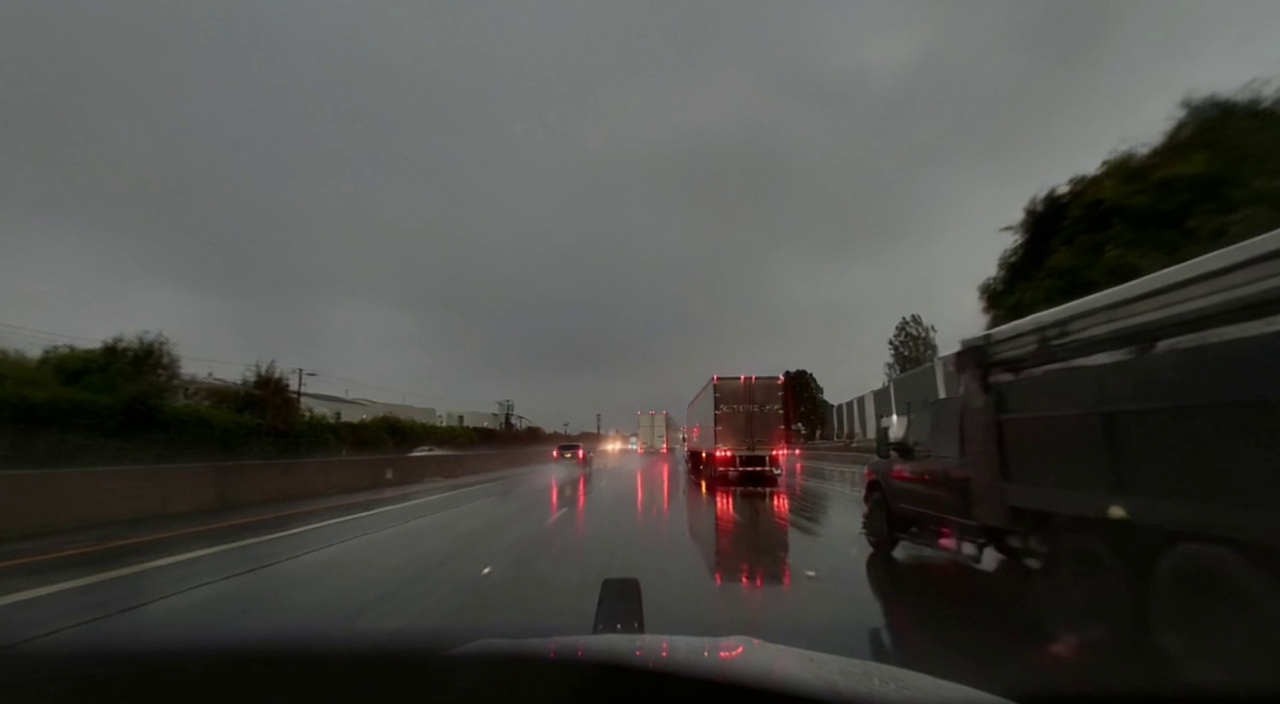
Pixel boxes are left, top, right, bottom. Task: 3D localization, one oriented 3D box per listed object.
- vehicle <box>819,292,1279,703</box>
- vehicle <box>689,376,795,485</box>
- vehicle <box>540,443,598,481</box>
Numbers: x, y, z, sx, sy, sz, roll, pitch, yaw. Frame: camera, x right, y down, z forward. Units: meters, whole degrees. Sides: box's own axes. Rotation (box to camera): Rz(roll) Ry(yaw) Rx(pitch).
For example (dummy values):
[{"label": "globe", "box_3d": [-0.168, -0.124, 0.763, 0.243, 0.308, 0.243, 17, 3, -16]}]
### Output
[{"label": "vehicle", "box_3d": [3.825, 1.061, 4.592, 2.809, 1.919, 7.507, 0, -9, 0]}, {"label": "vehicle", "box_3d": [4.266, 3.883, 30.112, 2.951, 3.974, 13.340, -1, -9, 1]}, {"label": "vehicle", "box_3d": [-2.930, 4.665, 27.047, 2.024, 1.472, 4.014, 0, -8, 0]}]
